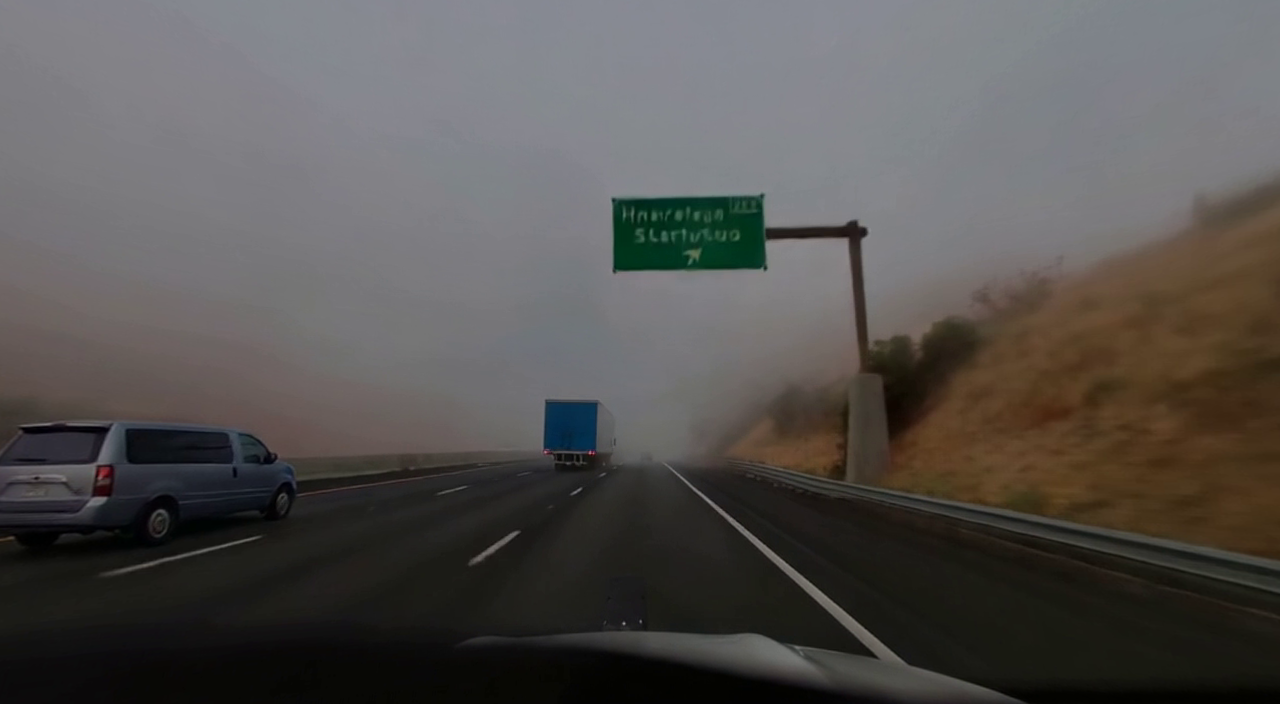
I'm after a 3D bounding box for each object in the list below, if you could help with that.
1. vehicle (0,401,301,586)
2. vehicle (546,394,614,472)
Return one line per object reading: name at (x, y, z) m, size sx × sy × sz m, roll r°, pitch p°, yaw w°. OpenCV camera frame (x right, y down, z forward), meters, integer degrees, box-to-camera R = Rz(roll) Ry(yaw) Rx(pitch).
vehicle at (-7.437, 1.809, 9.066) m, size 2.175 × 1.860 × 5.236 m, roll 0°, pitch -8°, yaw 0°
vehicle at (-3.456, 5.363, 40.722) m, size 2.893 × 4.073 × 15.281 m, roll 0°, pitch -8°, yaw 0°
